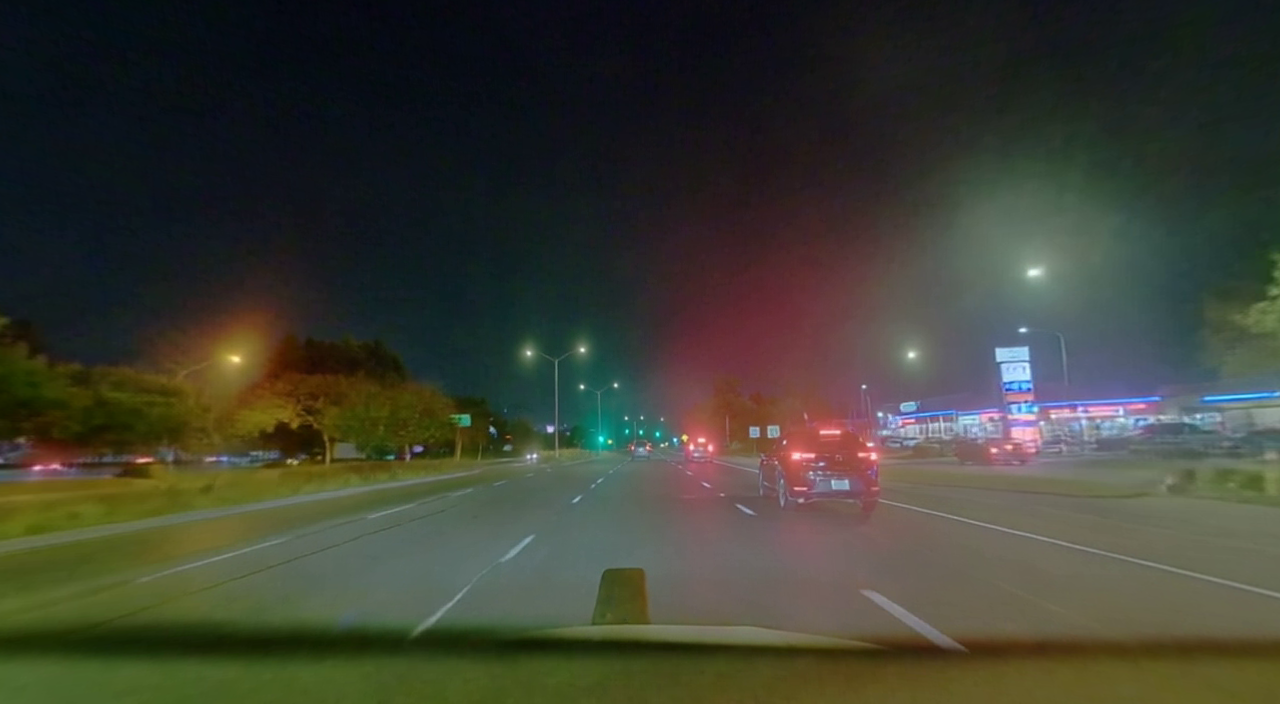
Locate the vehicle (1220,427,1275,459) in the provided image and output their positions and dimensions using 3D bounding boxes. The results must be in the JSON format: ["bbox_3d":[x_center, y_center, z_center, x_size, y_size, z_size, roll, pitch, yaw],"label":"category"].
[{"bbox_3d":[34.303,5.129,35.526,1.938,1.709,4.666,-9,-12,44],"label":"vehicle"}]

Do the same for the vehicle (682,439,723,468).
[{"bbox_3d":[3.853,6.290,39.411,2.007,1.683,4.171,0,-8,-1],"label":"vehicle"}]

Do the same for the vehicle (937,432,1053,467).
[{"bbox_3d":[16.908,4.660,30.180,4.233,1.562,2.143,-1,-8,1],"label":"vehicle"}]
